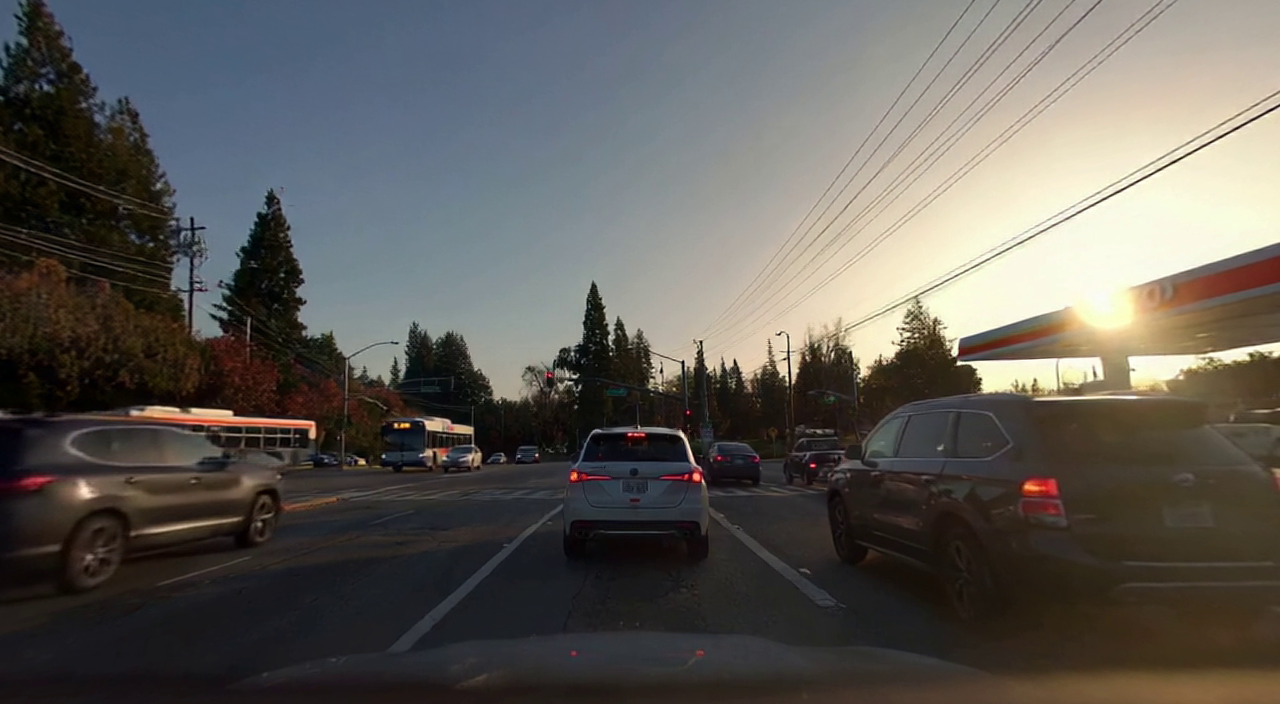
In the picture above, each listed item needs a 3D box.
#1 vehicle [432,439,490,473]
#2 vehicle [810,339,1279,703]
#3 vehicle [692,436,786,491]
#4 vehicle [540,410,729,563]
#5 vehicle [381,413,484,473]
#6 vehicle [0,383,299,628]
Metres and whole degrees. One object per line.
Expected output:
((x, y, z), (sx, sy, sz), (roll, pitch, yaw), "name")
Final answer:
((-10.495, 6.111, 37.430), (2.163, 1.812, 4.686), (-2, -8, -1), "vehicle")
((3.072, 1.144, 5.262), (2.049, 1.813, 4.245), (0, -9, -1), "vehicle")
((2.879, 3.361, 19.397), (2.040, 1.481, 4.407), (0, -9, -2), "vehicle")
((-0.108, 1.799, 9.106), (2.087, 1.677, 4.053), (0, -9, -1), "vehicle")
((-13.871, 6.356, 43.802), (3.031, 3.513, 12.586), (0, -9, -1), "vehicle")
((-5.874, 1.387, 6.327), (2.190, 1.795, 4.993), (0, -9, -1), "vehicle")
